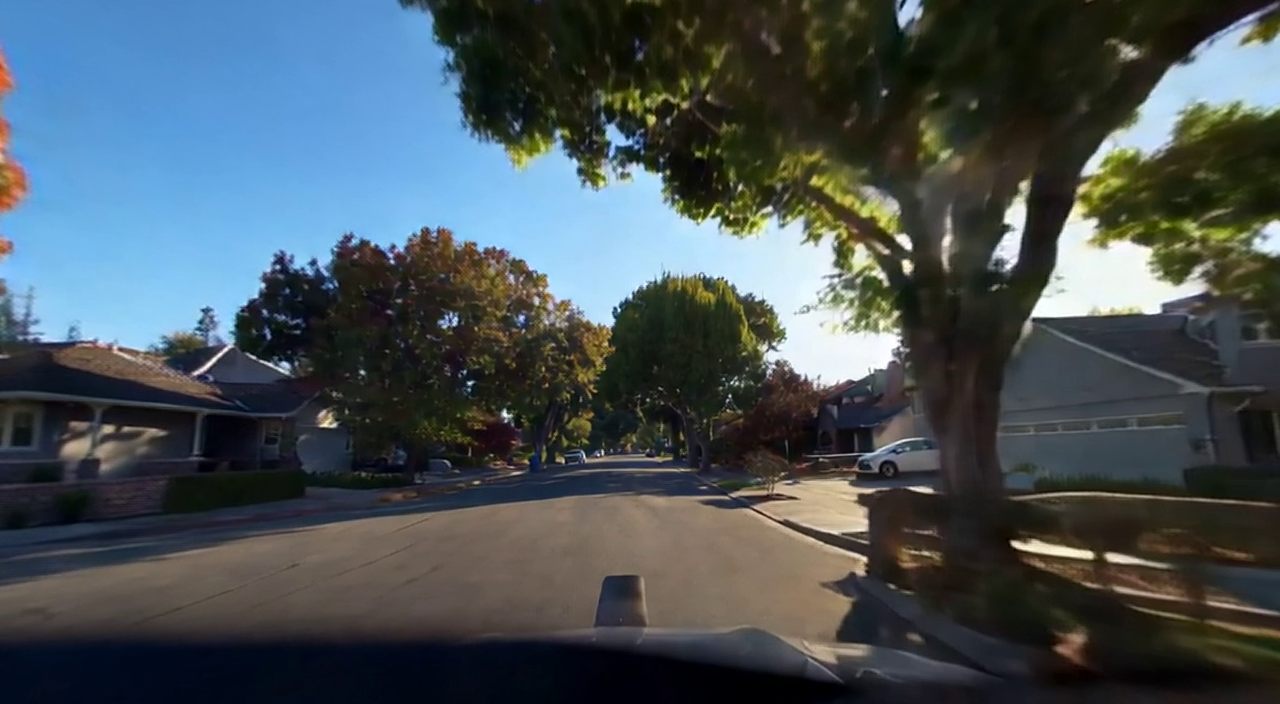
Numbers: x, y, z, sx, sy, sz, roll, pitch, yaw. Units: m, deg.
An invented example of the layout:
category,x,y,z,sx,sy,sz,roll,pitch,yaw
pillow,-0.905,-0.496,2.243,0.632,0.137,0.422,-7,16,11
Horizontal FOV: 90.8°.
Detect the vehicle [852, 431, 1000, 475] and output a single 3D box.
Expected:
category,x,y,z,sx,sy,sz,roll,pitch,yaw
vehicle,11.200,4.002,25.029,4.894,1.616,1.965,-1,-9,2
